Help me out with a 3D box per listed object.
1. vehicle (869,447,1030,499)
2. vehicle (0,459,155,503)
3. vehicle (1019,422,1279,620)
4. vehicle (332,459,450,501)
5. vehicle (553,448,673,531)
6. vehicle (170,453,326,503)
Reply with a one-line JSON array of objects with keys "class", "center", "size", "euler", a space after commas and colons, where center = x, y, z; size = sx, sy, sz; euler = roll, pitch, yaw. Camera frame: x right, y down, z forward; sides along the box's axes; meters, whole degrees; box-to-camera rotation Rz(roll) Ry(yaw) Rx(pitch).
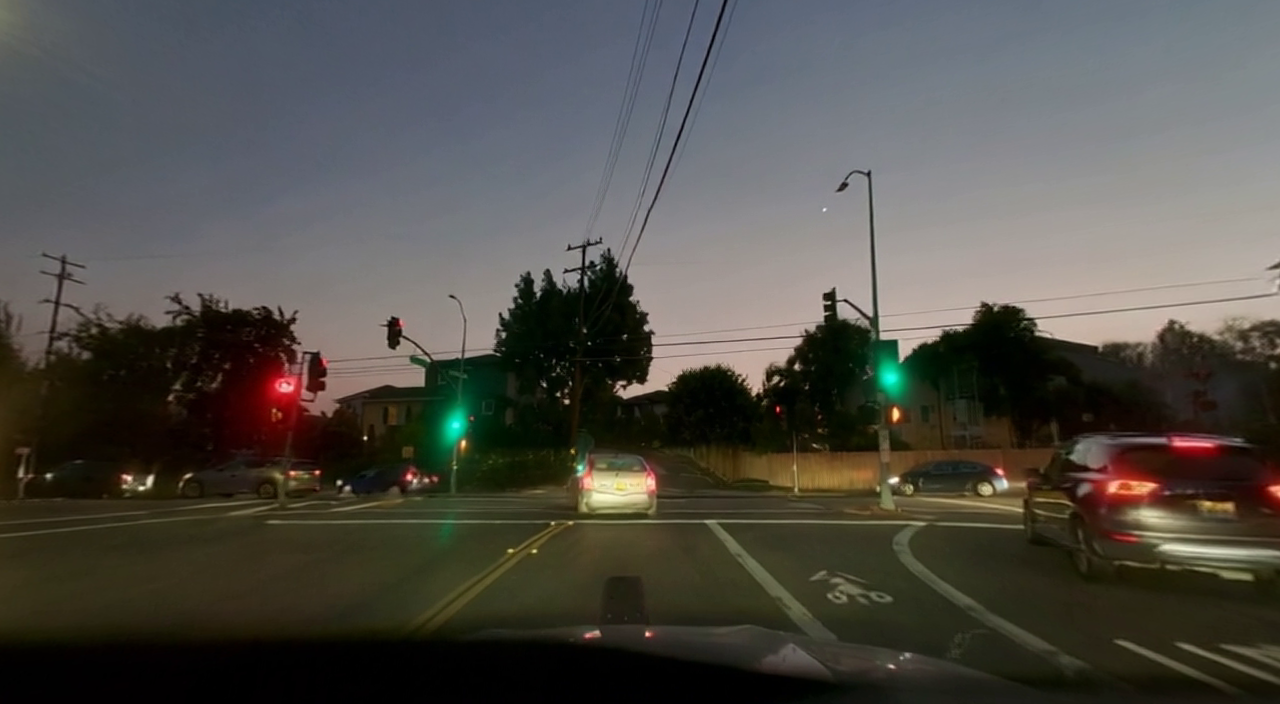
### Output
[{"class": "vehicle", "center": [10.827, 4.255, 22.414], "size": [4.600, 1.722, 2.074], "euler": [-1, -8, 6]}, {"class": "vehicle", "center": [-21.356, 4.833, 23.854], "size": [4.736, 1.475, 1.921], "euler": [-1, -8, 9]}, {"class": "vehicle", "center": [6.360, 1.816, 7.822], "size": [1.969, 1.738, 4.515], "euler": [-3, -9, 21]}, {"class": "vehicle", "center": [-10.378, 5.275, 26.300], "size": [4.343, 1.492, 2.063], "euler": [-4, -9, 24]}, {"class": "vehicle", "center": [-0.805, 2.956, 14.278], "size": [2.078, 1.506, 4.512], "euler": [2, -8, -11]}, {"class": "vehicle", "center": [-14.124, 4.522, 22.864], "size": [4.485, 1.625, 1.980], "euler": [-1, -8, 9]}]
